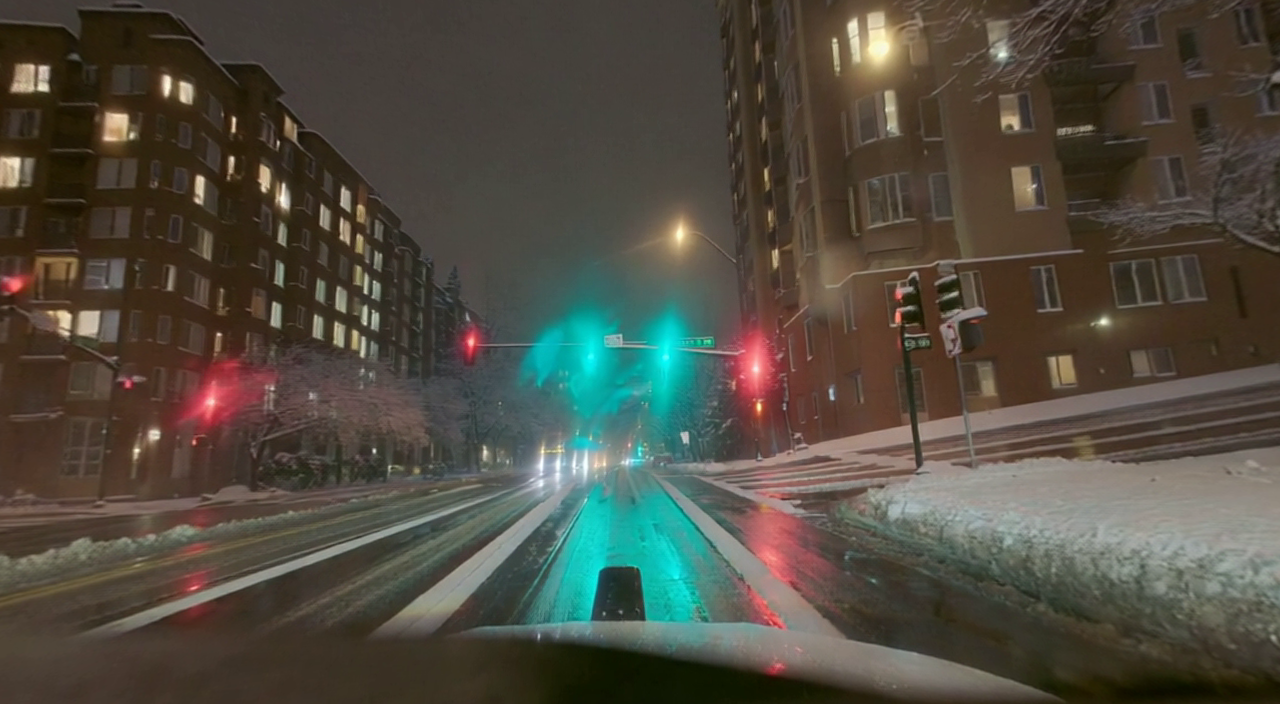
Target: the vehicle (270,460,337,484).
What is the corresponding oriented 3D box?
[{"bbox_3d":[-24.671,8.804,46.269,3.882,1.600,1.768,0,-9,2],"label":"vehicle"}]
